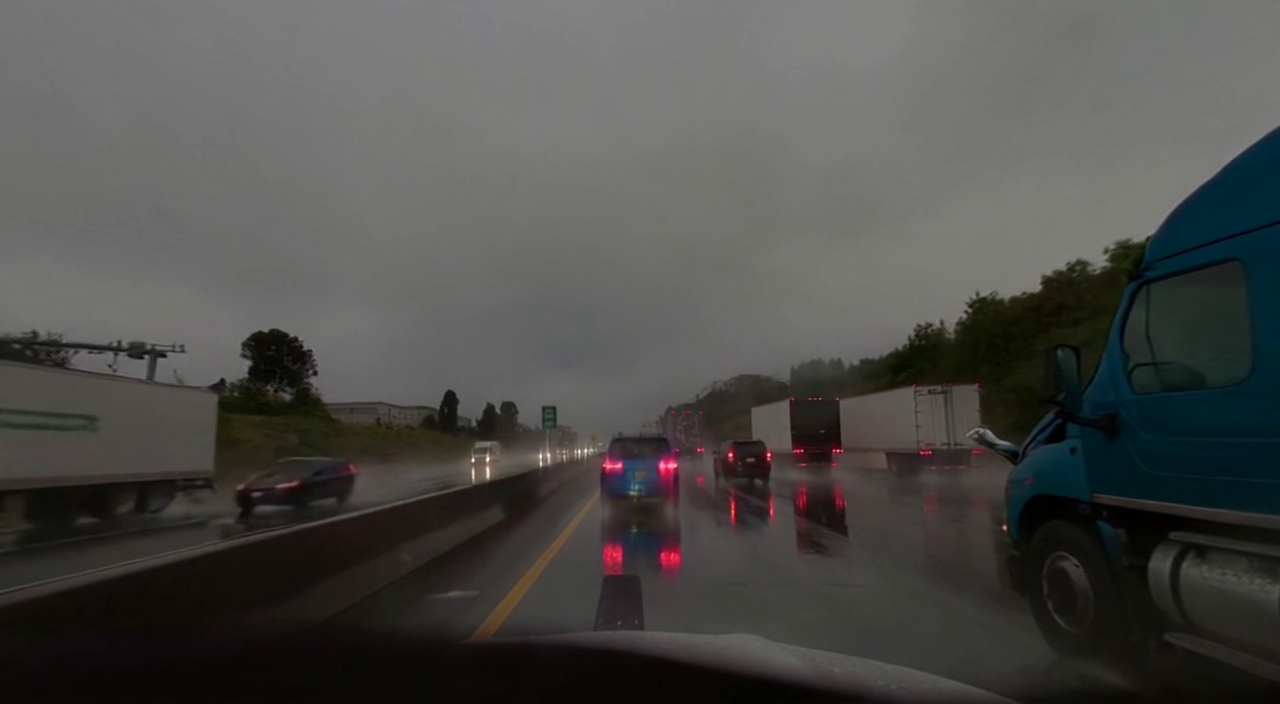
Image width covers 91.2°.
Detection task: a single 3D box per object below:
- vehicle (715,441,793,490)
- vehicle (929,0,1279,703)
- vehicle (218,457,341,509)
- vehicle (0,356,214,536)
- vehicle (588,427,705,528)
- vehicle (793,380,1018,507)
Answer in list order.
[{"bbox_3d":[3.802,3.843,21.534,1.859,1.512,3.711,0,-9,-2],"label":"vehicle"},{"bbox_3d":[4.190,-0.054,2.595,2.987,3.877,5.881,0,-9,0],"label":"vehicle"},{"bbox_3d":[-12.010,4.344,21.228,1.917,1.518,3.802,0,-9,-1],"label":"vehicle"},{"bbox_3d":[-15.895,1.991,13.190,2.935,4.012,16.174,0,-9,-1],"label":"vehicle"},{"bbox_3d":[0.116,2.390,12.357,1.965,1.664,3.428,0,-9,0],"label":"vehicle"},{"bbox_3d":[7.987,3.102,21.128,2.799,3.188,10.578,0,-9,-1],"label":"vehicle"}]
